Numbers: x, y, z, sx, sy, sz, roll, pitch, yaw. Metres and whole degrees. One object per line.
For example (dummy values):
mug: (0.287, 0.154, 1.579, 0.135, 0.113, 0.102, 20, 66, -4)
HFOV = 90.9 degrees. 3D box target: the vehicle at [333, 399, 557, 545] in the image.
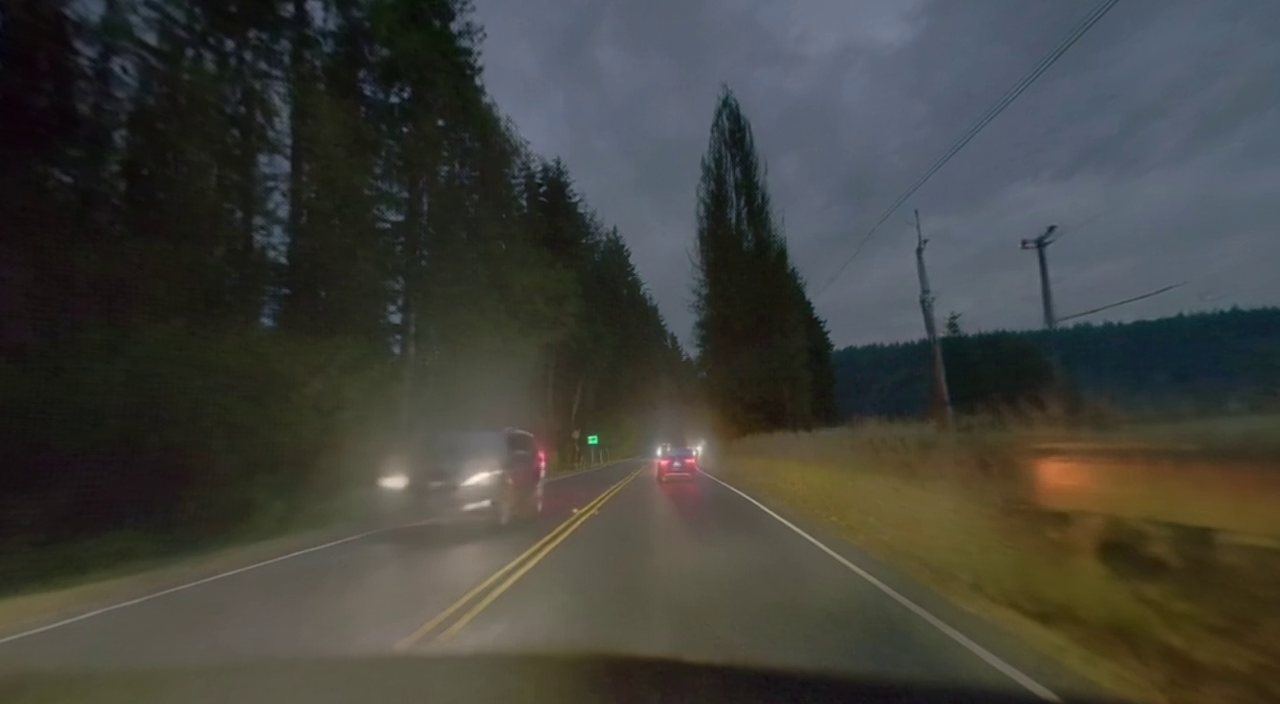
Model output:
vehicle: (-2.957, 1.951, 10.835, 2.291, 1.975, 4.308, 0, -8, 2)

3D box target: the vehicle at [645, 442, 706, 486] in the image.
vehicle: (1.389, 4.476, 25.572, 2.274, 1.583, 4.349, 0, -8, 2)
